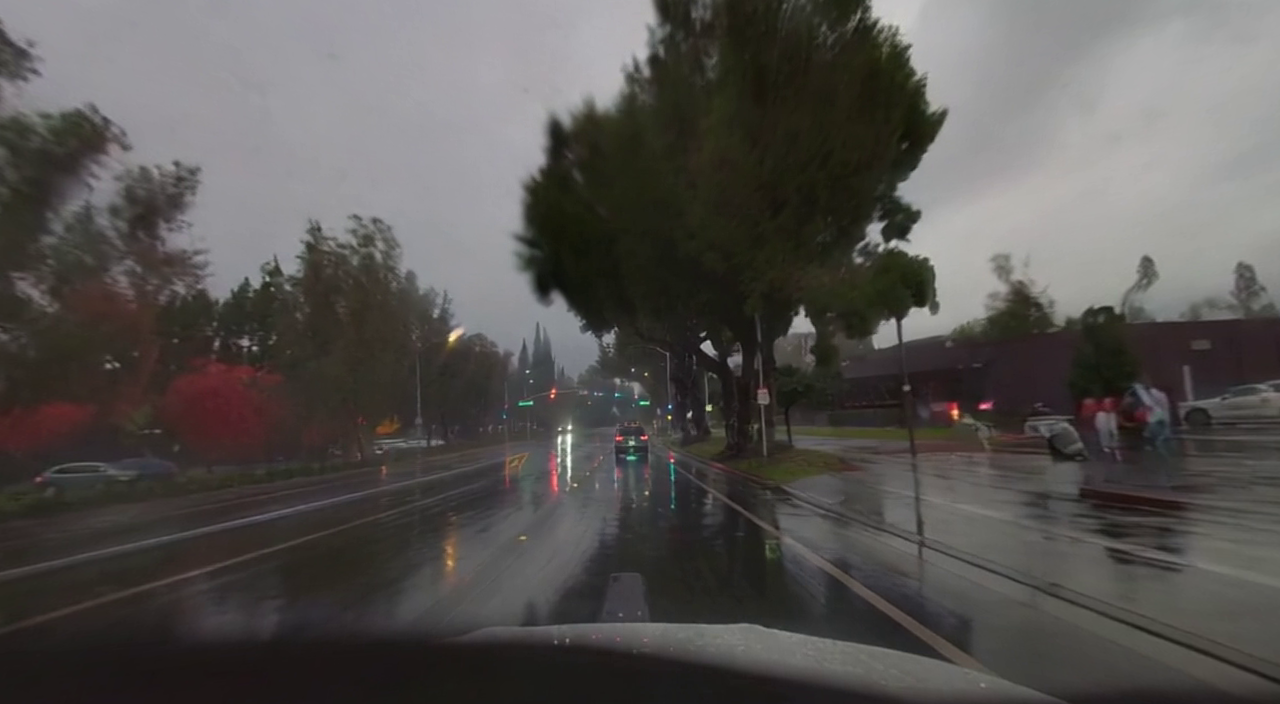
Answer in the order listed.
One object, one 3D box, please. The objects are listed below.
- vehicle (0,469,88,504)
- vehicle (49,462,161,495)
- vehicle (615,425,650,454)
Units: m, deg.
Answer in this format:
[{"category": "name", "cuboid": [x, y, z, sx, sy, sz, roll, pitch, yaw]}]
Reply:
[{"category": "vehicle", "cuboid": [-29.769, 6.456, 30.548, 3.921, 1.526, 2.156, 1, -8, -6]}, {"category": "vehicle", "cuboid": [-30.205, 7.146, 35.779, 4.497, 1.590, 2.029, 0, -6, 1]}, {"category": "vehicle", "cuboid": [-0.569, 5.846, 42.141, 2.228, 1.790, 4.180, 0, -8, -2]}]
